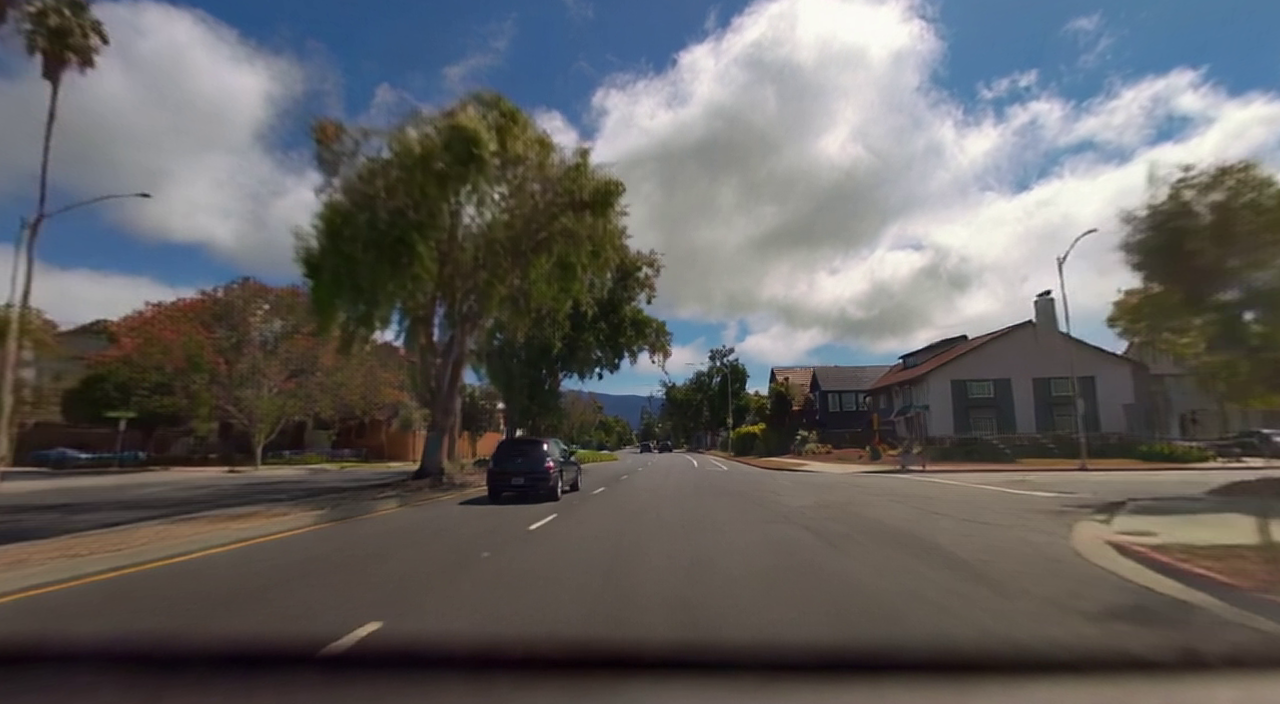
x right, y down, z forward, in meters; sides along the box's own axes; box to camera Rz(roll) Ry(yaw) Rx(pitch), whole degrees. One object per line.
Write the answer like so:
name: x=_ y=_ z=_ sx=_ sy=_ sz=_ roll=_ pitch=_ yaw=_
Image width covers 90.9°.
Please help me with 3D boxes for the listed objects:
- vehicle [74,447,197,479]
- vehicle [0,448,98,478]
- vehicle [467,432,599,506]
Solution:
vehicle: x=-25.464 y=5.578 z=31.874 sx=4.776 sy=1.491 sz=1.991 roll=-1 pitch=-9 yaw=8
vehicle: x=-31.068 y=5.712 z=32.666 sx=4.447 sy=1.484 sz=1.845 roll=-1 pitch=-8 yaw=6
vehicle: x=-2.330 y=2.732 z=15.218 sx=2.075 sy=1.498 sz=4.730 roll=-1 pitch=-8 yaw=4
